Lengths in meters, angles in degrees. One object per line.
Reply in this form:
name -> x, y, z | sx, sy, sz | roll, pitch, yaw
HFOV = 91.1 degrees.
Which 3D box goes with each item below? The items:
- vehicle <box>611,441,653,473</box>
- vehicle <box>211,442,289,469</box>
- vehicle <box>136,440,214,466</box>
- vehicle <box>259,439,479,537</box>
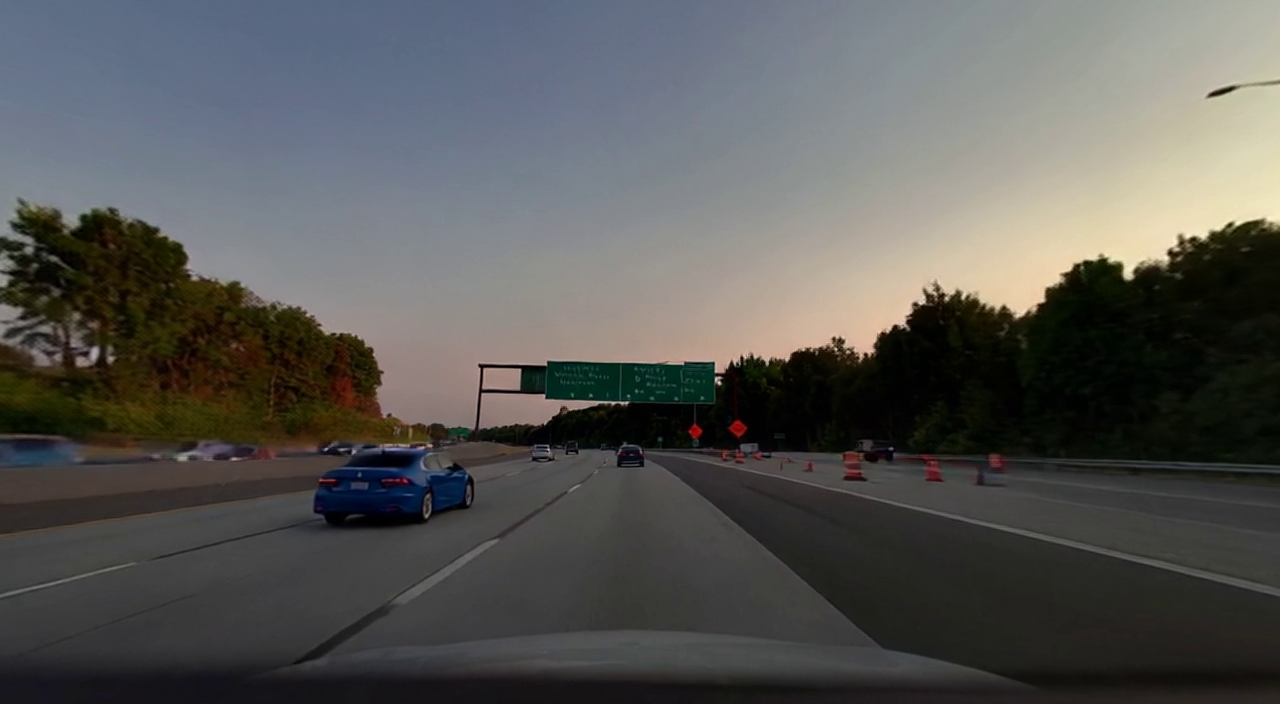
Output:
vehicle -> -0.461, 5.259, 31.664 | 1.963, 1.462, 4.681 | 0, -8, -2
vehicle -> -22.432, 5.950, 36.287 | 1.818, 1.447, 4.303 | 0, -8, -1
vehicle -> -29.418, 6.393, 39.909 | 1.852, 1.550, 4.169 | 0, -8, -2
vehicle -> -4.508, 2.301, 11.361 | 2.001, 1.415, 4.360 | 0, -8, 1
